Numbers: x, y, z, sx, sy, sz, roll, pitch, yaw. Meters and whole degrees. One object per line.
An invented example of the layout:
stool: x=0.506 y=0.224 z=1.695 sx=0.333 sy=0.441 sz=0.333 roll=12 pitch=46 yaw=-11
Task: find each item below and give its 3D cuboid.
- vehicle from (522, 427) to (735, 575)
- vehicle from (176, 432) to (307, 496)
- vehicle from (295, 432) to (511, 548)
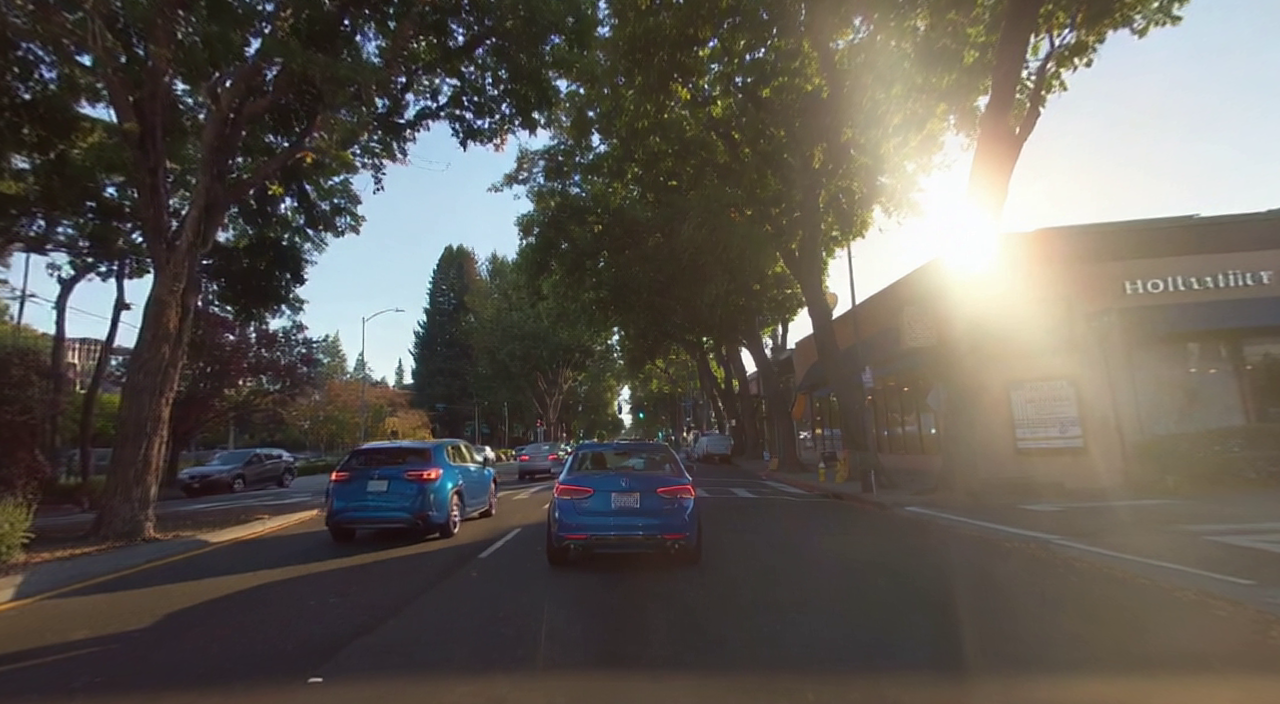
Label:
vehicle: x=-0.110 y=1.824 z=8.499 sx=2.160 sy=1.482 sz=4.037 roll=0 pitch=-9 yaw=0
vehicle: x=-19.156 y=5.371 z=30.806 sx=2.286 sy=2.777 sz=5.926 roll=-1 pitch=-9 yaw=2
vehicle: x=-3.463 y=2.087 z=10.174 sx=1.905 sy=1.473 sz=4.016 roll=0 pitch=-9 yaw=0
